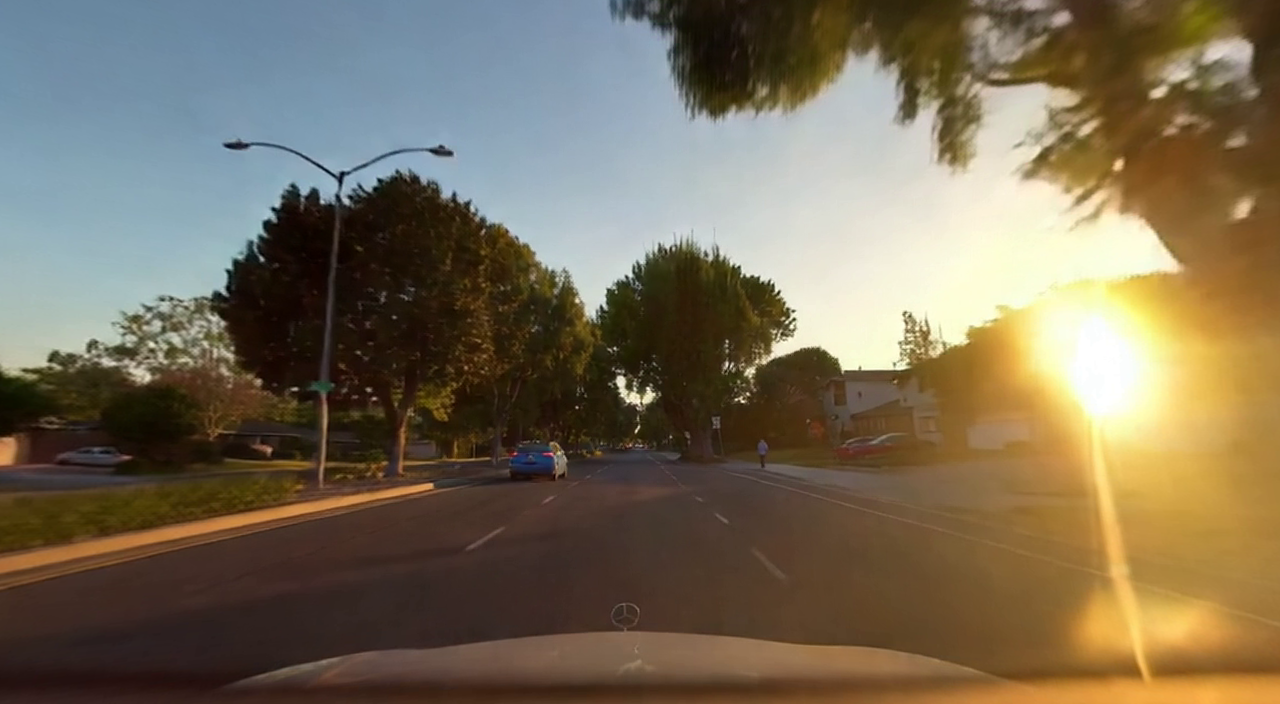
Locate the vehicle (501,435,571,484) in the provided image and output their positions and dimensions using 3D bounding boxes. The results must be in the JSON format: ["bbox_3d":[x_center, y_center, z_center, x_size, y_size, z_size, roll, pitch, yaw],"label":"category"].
[{"bbox_3d":[-3.999,4.183,24.962,1.993,1.733,4.262,0,-8,1],"label":"vehicle"}]
